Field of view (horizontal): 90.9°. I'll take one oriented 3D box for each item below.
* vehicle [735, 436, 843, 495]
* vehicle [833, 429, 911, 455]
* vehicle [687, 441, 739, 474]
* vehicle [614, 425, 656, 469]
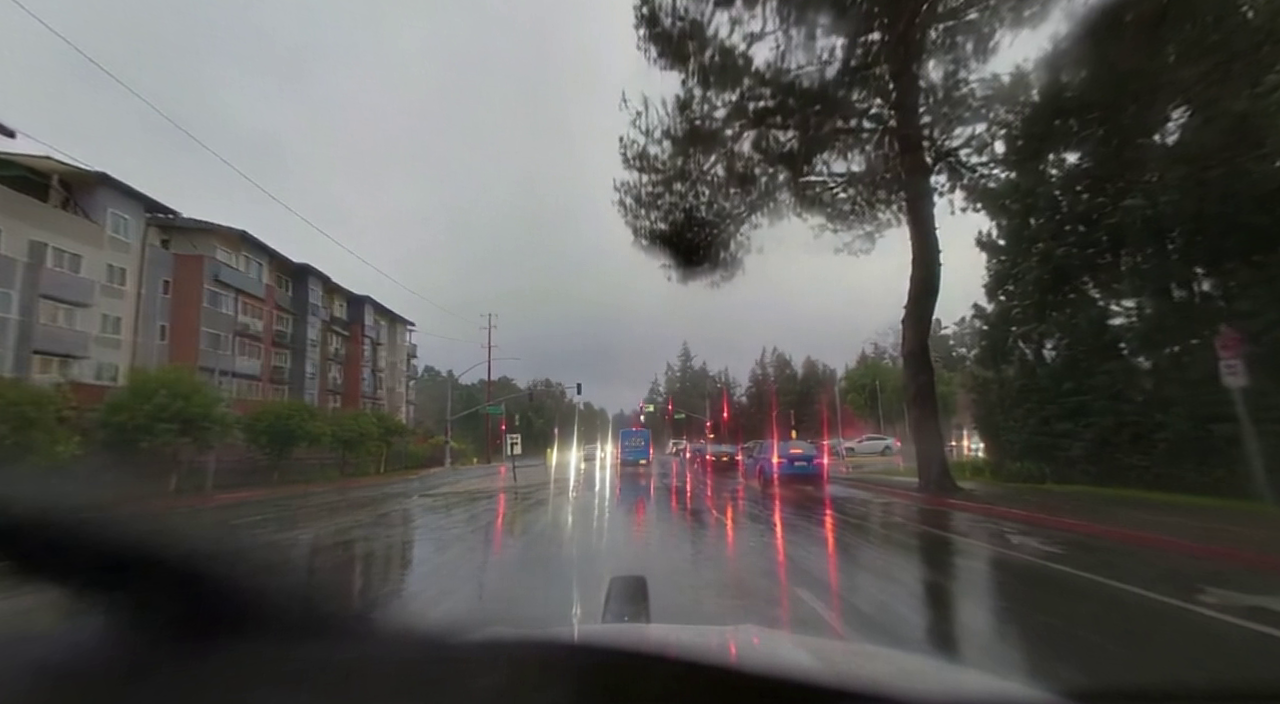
[{"bbox_3d":[4.192,3.289,18.628,1.967,1.506,4.968,0,-9,0],"label":"vehicle"},{"bbox_3d":[16.668,6.511,45.405,4.842,1.792,1.963,0,-9,0],"label":"vehicle"},{"bbox_3d":[3.497,5.132,30.889,1.951,1.483,4.582,0,-9,-1],"label":"vehicle"},{"bbox_3d":[-0.308,5.908,39.189,2.422,2.488,4.992,0,-9,0],"label":"vehicle"}]
